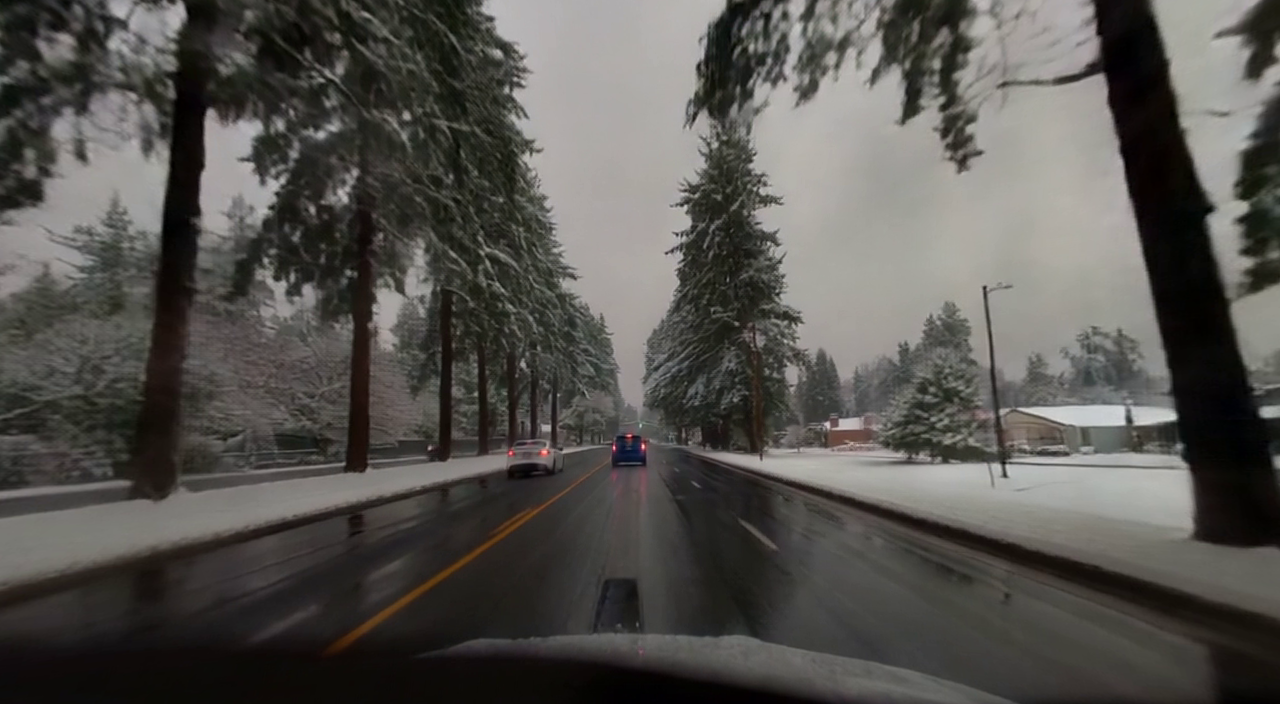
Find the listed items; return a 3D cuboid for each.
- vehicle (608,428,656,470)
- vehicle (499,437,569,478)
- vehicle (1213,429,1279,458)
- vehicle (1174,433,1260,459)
[{"bbox_3d":[-0.368,4.404,28.853,2.018,1.769,3.897,0,-8,-1],"label":"vehicle"},{"bbox_3d":[-4.002,4.037,24.574,1.917,1.448,4.178,0,-8,1],"label":"vehicle"},{"bbox_3d":[33.925,4.979,34.373,3.764,1.480,1.732,0,-8,-2],"label":"vehicle"},{"bbox_3d":[33.771,5.510,37.028,3.531,1.422,1.598,0,-8,-3],"label":"vehicle"}]
